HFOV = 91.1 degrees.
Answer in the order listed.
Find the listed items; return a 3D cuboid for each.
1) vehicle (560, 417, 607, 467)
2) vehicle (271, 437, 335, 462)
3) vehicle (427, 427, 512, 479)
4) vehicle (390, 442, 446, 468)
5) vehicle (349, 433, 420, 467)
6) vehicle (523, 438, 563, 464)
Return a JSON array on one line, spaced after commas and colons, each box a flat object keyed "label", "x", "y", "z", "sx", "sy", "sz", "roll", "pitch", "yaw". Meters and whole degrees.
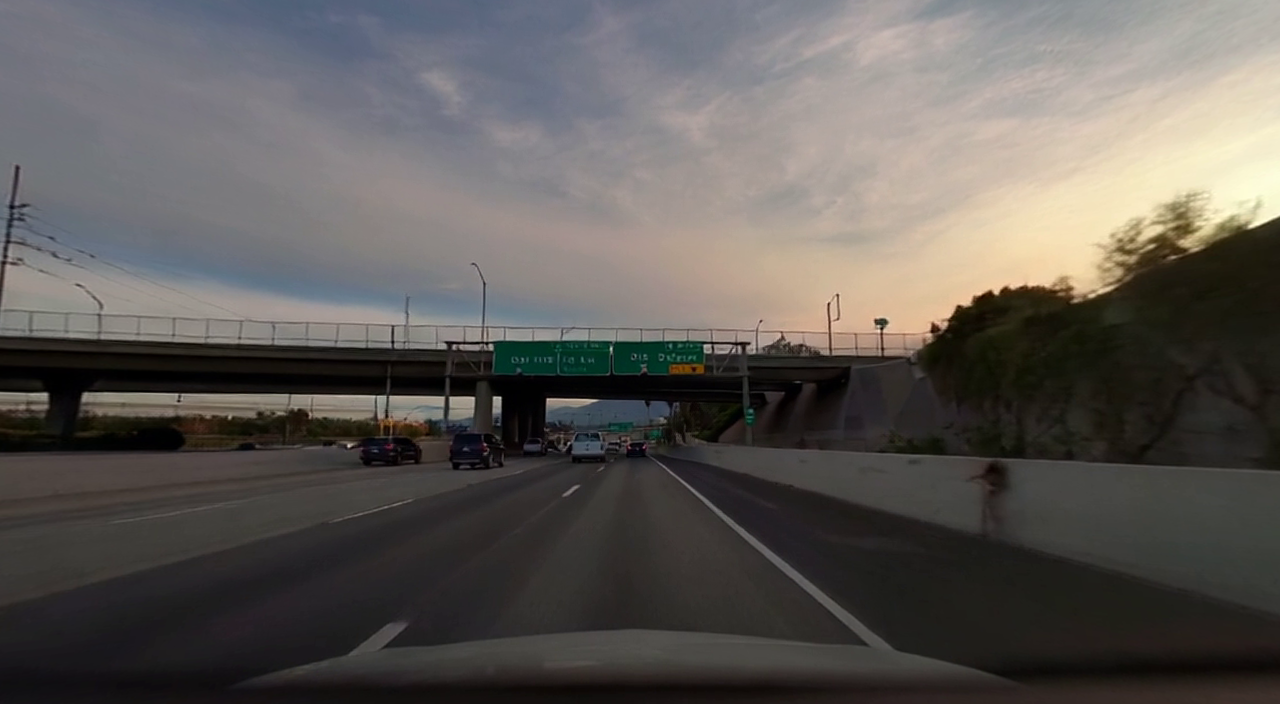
[{"label": "vehicle", "x": -3.382, "y": 5.655, "z": 39.169, "sx": 2.301, "sy": 2.843, "sz": 6.458, "roll": 0, "pitch": -9, "yaw": 0}, {"label": "vehicle", "x": -22.522, "y": 6.543, "z": 42.167, "sx": 1.859, "sy": 1.541, "sz": 4.331, "roll": 0, "pitch": -9, "yaw": 0}, {"label": "vehicle", "x": -6.985, "y": 4.209, "z": 26.280, "sx": 2.179, "sy": 1.948, "sz": 4.618, "roll": 0, "pitch": -9, "yaw": 1}, {"label": "vehicle", "x": -13.583, "y": 6.297, "z": 38.643, "sx": 1.899, "sy": 1.485, "sz": 4.368, "roll": 0, "pitch": -9, "yaw": 0}, {"label": "vehicle", "x": -17.175, "y": 6.616, "z": 42.572, "sx": 2.258, "sy": 2.139, "sz": 5.495, "roll": 0, "pitch": -9, "yaw": 2}, {"label": "vehicle", "x": -6.991, "y": 7.171, "z": 45.608, "sx": 2.109, "sy": 1.784, "sz": 4.709, "roll": 0, "pitch": -9, "yaw": 0}]
